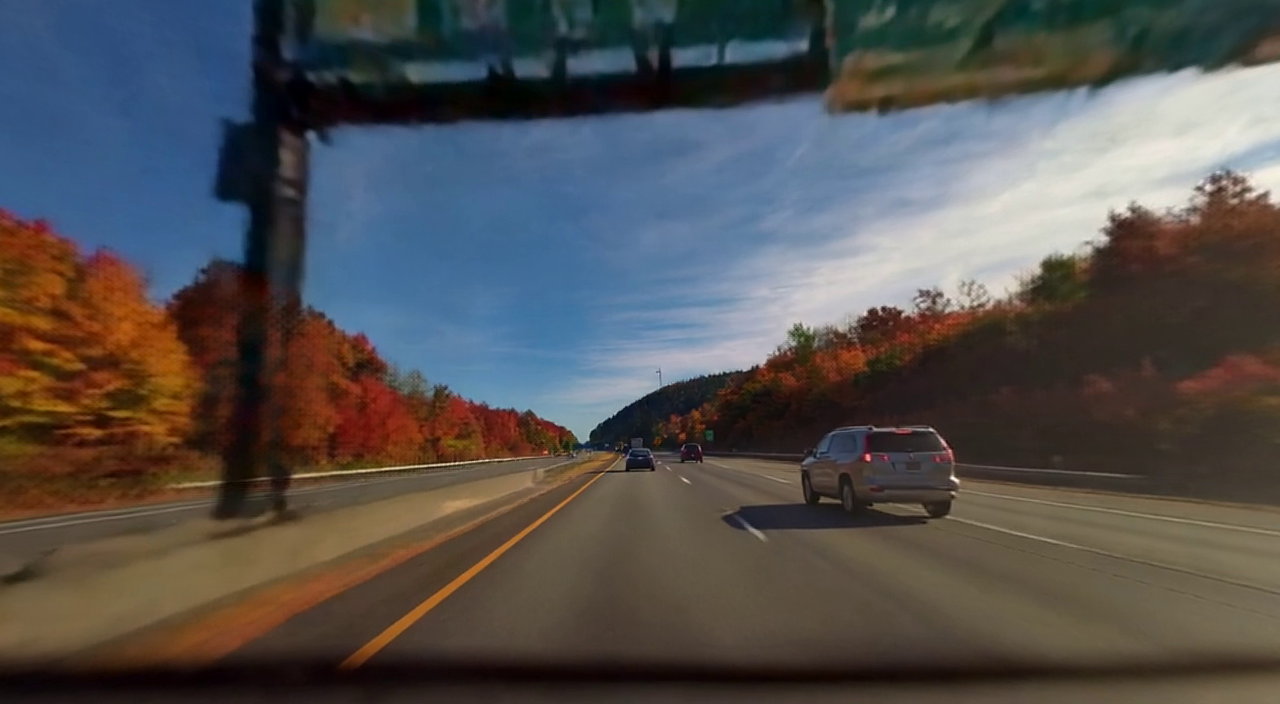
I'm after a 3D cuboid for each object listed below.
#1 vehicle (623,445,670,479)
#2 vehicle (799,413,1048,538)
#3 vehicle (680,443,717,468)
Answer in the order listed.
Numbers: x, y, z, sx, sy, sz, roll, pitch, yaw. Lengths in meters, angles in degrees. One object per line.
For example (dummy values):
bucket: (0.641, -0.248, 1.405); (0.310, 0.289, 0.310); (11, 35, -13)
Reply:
vehicle: (0.236, 5.027, 28.885); (2.037, 1.418, 3.793); (0, -9, -1)
vehicle: (4.535, 2.070, 11.017); (2.250, 1.718, 4.358); (0, -9, -1)
vehicle: (3.767, 6.751, 40.974); (1.959, 1.528, 4.207); (0, -9, -1)
